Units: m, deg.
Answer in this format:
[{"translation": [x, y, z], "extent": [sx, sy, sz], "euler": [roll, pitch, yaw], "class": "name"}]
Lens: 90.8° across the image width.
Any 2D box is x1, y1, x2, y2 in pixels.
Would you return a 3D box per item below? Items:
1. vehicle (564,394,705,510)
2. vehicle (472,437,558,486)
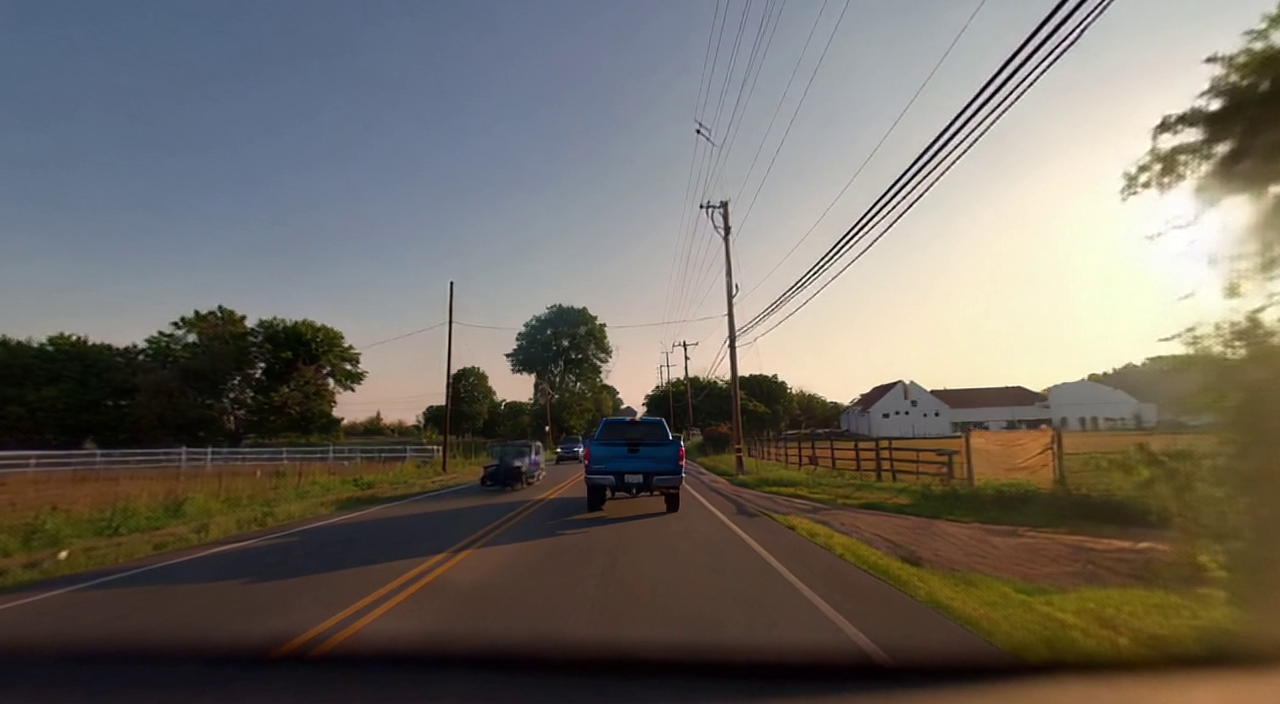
[{"translation": [-0.155, 2.350, 15.146], "extent": [2.693, 2.223, 5.885], "euler": [0, -8, -1], "class": "vehicle"}, {"translation": [-4.086, 3.654, 21.419], "extent": [1.935, 1.489, 4.495], "euler": [0, -8, 1], "class": "vehicle"}]
